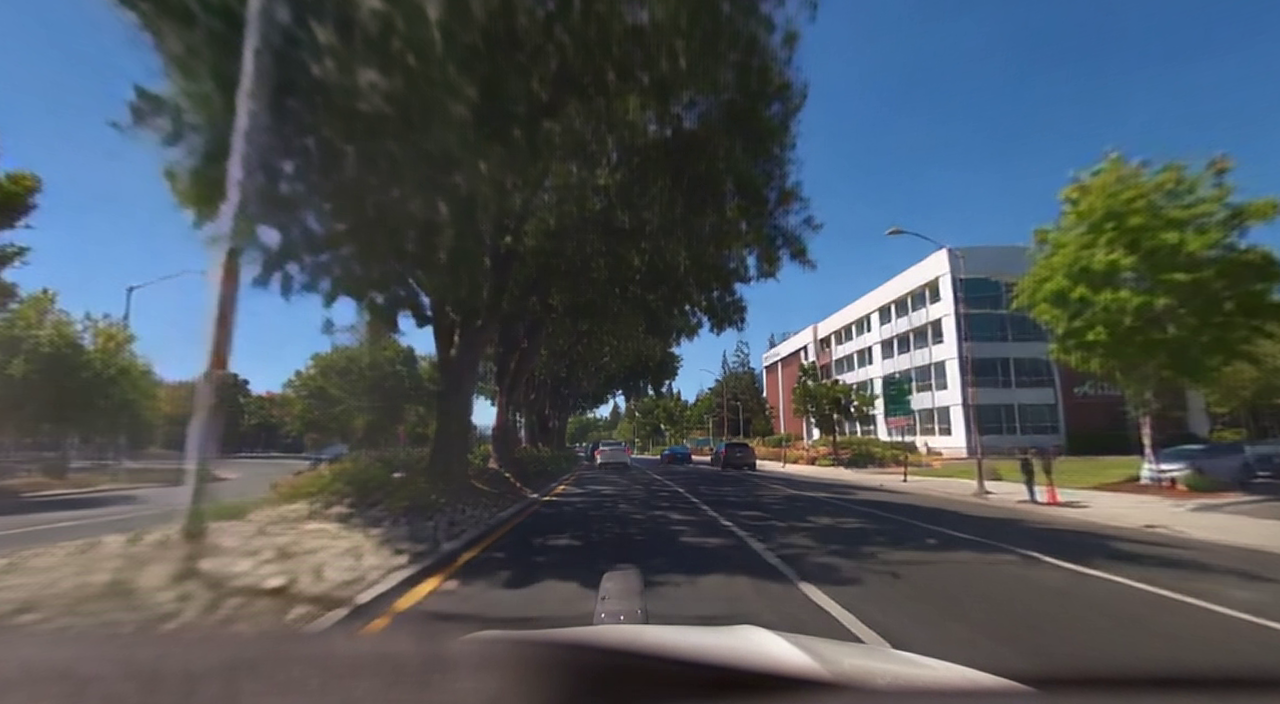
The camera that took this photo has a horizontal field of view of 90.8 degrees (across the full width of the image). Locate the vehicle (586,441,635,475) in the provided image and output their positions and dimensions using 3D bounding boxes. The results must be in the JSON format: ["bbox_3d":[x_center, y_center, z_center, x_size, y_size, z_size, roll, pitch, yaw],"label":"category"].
[{"bbox_3d":[-1.437,4.936,29.590,2.101,1.444,4.248,0,-8,-4],"label":"vehicle"}]

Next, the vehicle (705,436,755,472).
[{"bbox_3d":[5.392,6.183,38.546,2.052,1.990,4.736,0,-8,-4],"label":"vehicle"}]

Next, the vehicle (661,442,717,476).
[{"bbox_3d":[2.305,5.174,30.877,1.993,1.477,4.240,0,-8,-5],"label":"vehicle"}]

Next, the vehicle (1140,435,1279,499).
[{"bbox_3d":[20.372,3.796,21.222,2.150,1.966,5.027,3,-9,-23],"label":"vehicle"}]
